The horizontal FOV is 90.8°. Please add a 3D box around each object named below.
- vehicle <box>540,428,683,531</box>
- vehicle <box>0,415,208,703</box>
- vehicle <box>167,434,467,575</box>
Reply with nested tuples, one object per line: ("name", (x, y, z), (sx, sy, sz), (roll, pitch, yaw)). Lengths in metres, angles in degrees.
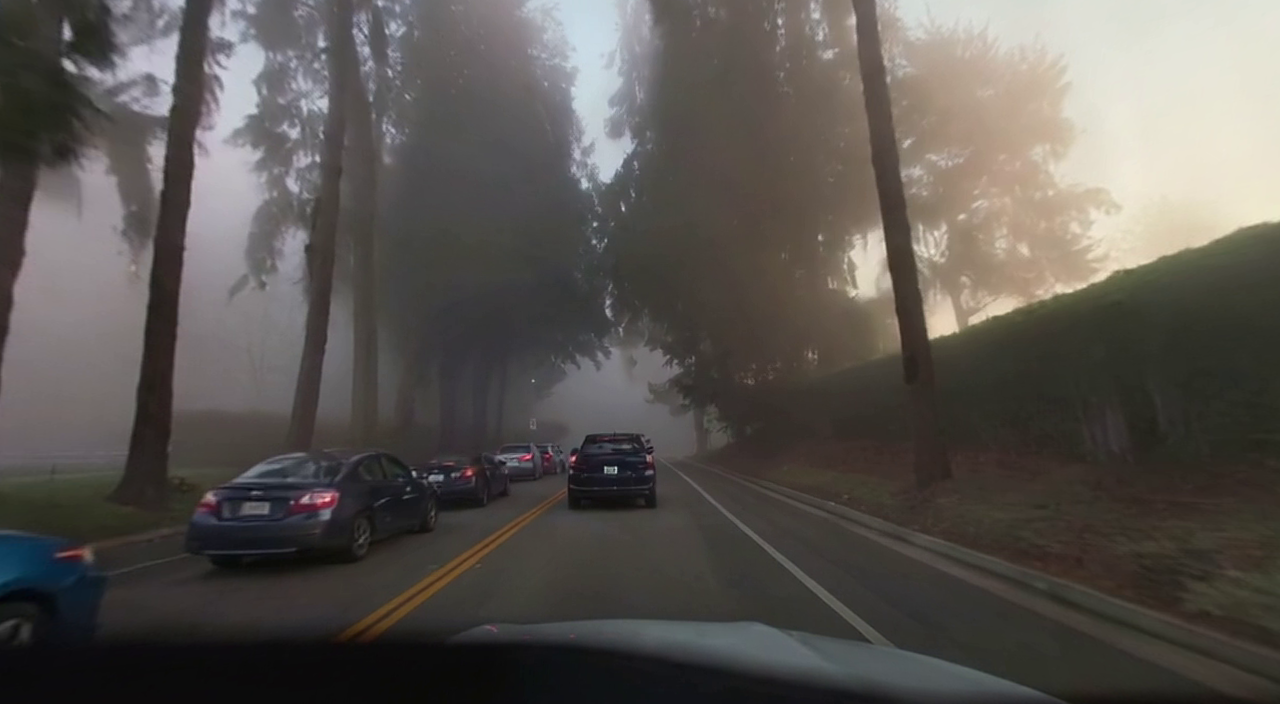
("vehicle", (-0.460, 2.203, 11.538), (2.127, 1.517, 4.090), (0, -8, -1))
("vehicle", (-3.907, 0.868, 1.794), (1.968, 1.459, 4.734), (0, -8, 1))
("vehicle", (-3.847, 1.848, 8.515), (1.784, 1.408, 4.141), (0, -8, 1))
